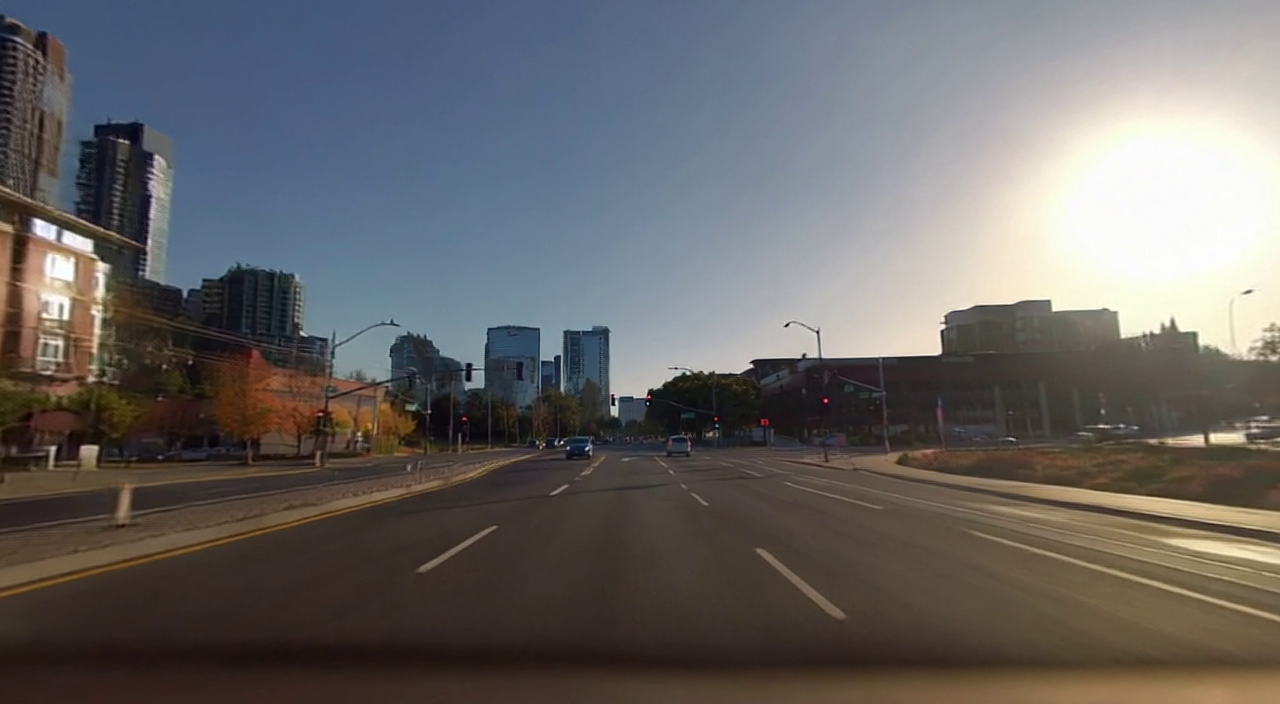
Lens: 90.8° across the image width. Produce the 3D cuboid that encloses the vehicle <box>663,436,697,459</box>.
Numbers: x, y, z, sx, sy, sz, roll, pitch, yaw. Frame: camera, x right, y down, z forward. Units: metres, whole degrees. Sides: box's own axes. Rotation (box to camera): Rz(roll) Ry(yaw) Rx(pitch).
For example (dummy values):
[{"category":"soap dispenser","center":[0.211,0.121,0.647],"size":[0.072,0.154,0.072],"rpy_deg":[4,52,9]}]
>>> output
[{"category":"vehicle","center":[2.813,6.842,45.495],"size":[2.130,1.524,4.722],"rpy_deg":[0,-8,0]}]

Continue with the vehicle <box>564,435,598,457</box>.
[{"category":"vehicle","center":[-4.220,6.846,45.921],"size":[1.973,1.526,4.533],"rpy_deg":[0,-8,0]}]
